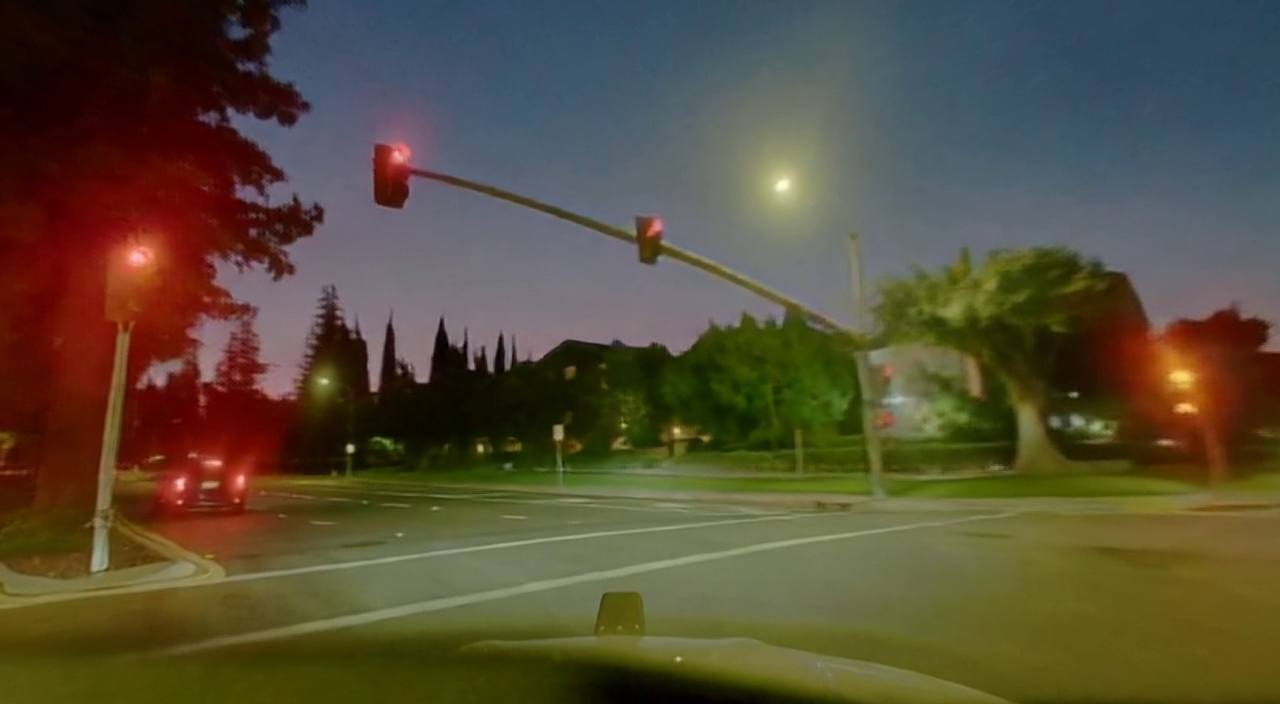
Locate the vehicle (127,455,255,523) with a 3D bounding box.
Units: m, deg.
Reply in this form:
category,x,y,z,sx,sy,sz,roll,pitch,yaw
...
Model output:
category,x,y,z,sx,sy,sz,roll,pitch,yaw
vehicle,-12.733,3.749,17.829,4.247,1.591,2.093,-8,-12,44
